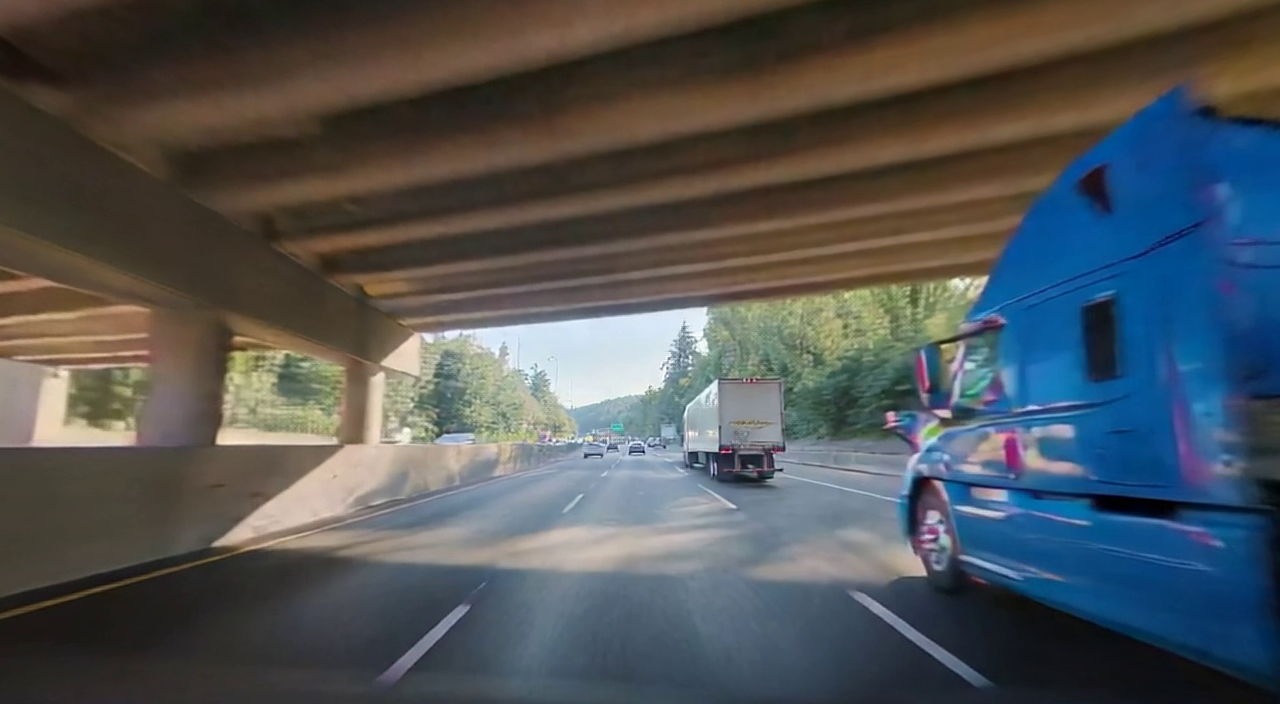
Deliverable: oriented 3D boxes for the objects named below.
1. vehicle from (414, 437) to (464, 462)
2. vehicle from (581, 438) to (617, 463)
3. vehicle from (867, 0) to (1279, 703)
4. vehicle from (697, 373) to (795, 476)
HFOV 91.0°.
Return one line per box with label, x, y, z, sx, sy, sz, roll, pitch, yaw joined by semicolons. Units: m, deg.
vehicle;-12.484;6.083;39.294;1.834;1.441;3.603;-1;-8;1
vehicle;-2.865;6.966;44.705;2.206;1.644;4.027;-1;-8;1
vehicle;3.694;-0.408;3.566;2.937;4.134;4.689;-1;-7;1
vehicle;4.556;3.413;29.264;3.085;4.062;8.965;0;-7;1
